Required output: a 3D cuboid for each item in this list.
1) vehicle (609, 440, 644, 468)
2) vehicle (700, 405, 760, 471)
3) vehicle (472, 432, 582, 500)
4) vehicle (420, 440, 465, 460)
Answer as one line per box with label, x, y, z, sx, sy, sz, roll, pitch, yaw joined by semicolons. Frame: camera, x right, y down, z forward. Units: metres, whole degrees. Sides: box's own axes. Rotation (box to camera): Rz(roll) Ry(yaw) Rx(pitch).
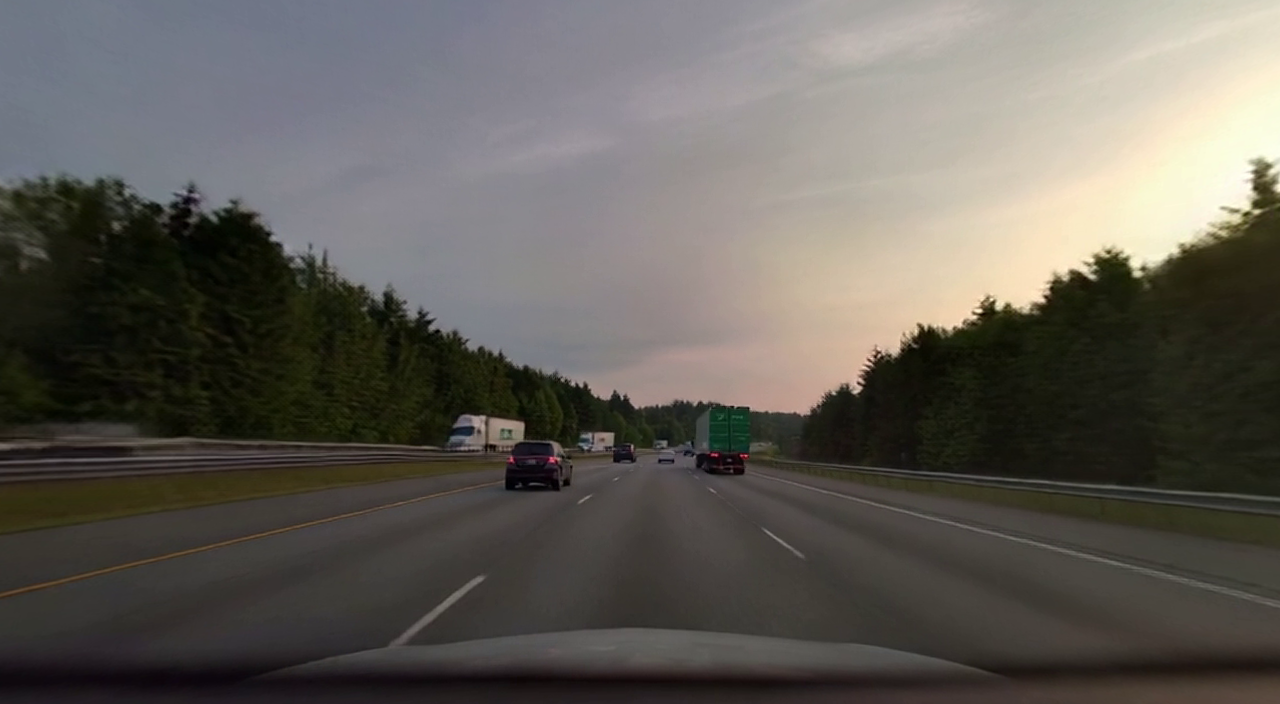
vehicle;-0.979;7.913;48.903;2.201;2.038;5.065;-1;-9;4
vehicle;6.089;6.259;45.123;3.057;3.993;13.914;-1;-9;3
vehicle;-3.112;3.260;18.426;2.205;1.728;4.397;0;-9;2
vehicle;-15.251;7.613;48.809;1.798;1.455;4.162;-1;-9;5
